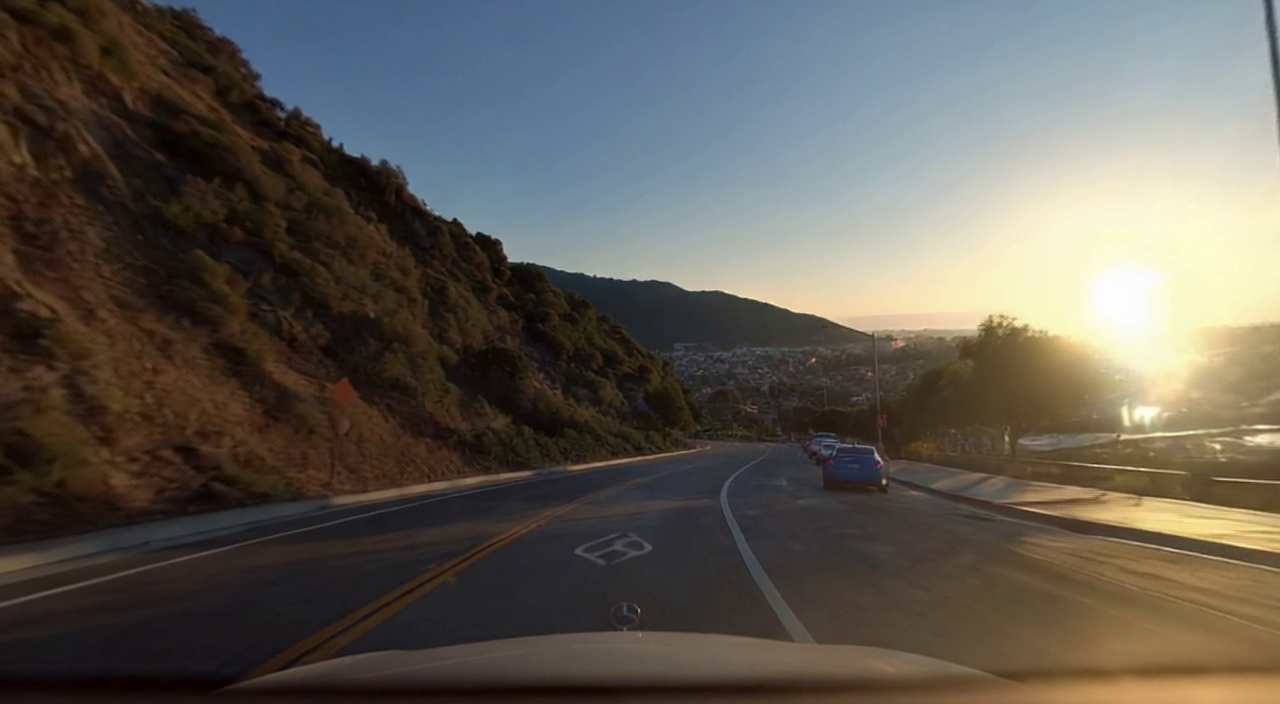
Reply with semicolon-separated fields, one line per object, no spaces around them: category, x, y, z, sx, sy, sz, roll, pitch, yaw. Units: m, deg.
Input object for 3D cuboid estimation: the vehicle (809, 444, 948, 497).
vehicle;8.441;4.104;22.242;4.963;1.585;2.155;7;-9;-35
